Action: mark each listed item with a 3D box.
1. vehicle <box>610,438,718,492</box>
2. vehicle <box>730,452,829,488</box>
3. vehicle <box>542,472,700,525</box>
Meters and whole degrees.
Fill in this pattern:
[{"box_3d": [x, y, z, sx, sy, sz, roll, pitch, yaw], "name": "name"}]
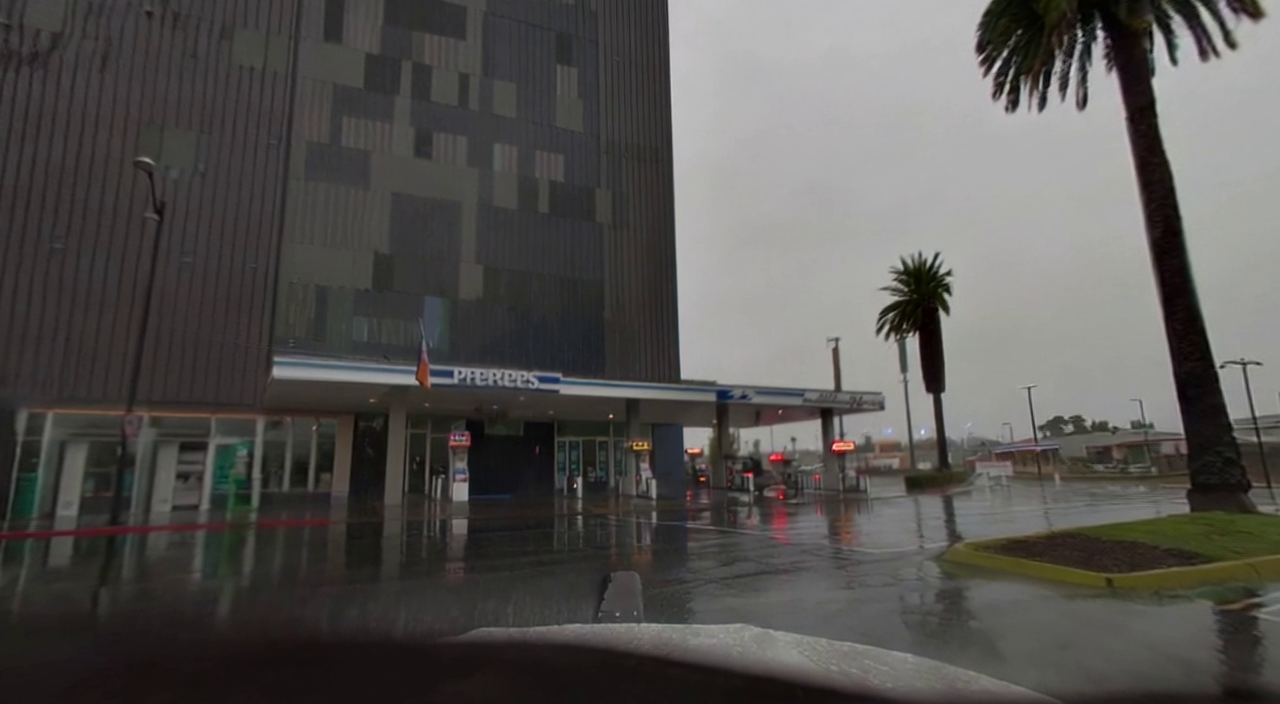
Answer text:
[{"box_3d": [1.357, 6.414, 35.860, 5.524, 2.504, 2.196, 8, -8, -22], "name": "vehicle"}, {"box_3d": [10.296, 8.649, 46.399, 7.026, 2.329, 2.545, 5, -7, -25], "name": "vehicle"}, {"box_3d": [-0.567, 4.637, 20.298, 4.782, 1.371, 1.763, 4, -10, -27], "name": "vehicle"}]
